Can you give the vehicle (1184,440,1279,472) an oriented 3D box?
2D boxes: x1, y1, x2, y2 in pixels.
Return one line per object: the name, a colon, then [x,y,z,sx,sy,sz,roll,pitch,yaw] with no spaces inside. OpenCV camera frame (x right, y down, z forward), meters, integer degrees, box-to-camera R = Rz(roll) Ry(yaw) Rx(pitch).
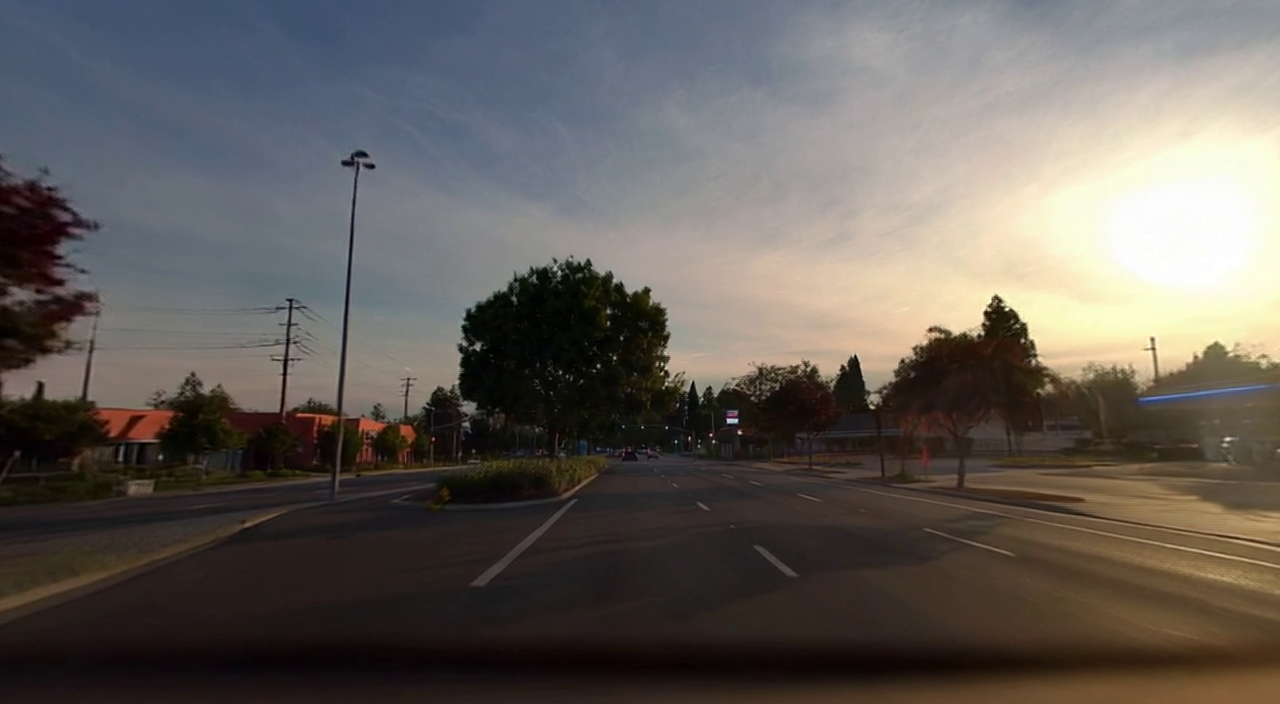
vehicle: [31.087,5.443,33.056,1.591,1.491,4.005,-2,-10,1]
